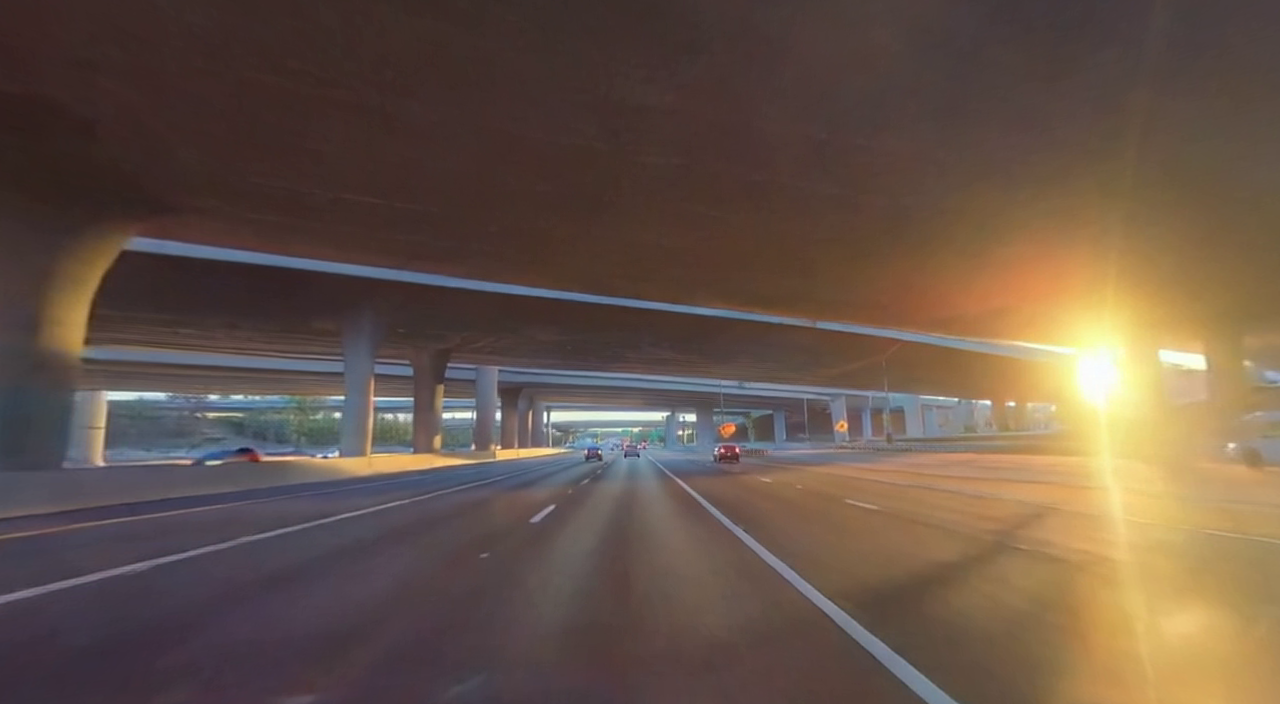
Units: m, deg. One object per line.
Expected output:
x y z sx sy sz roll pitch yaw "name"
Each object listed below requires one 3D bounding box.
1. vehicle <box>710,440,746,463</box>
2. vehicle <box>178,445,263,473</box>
6.754 7.669 48.850 2.075 1.611 4.421 0 -8 -2 "vehicle"
-24.653 6.284 37.330 2.024 1.555 4.454 0 -8 -1 "vehicle"
